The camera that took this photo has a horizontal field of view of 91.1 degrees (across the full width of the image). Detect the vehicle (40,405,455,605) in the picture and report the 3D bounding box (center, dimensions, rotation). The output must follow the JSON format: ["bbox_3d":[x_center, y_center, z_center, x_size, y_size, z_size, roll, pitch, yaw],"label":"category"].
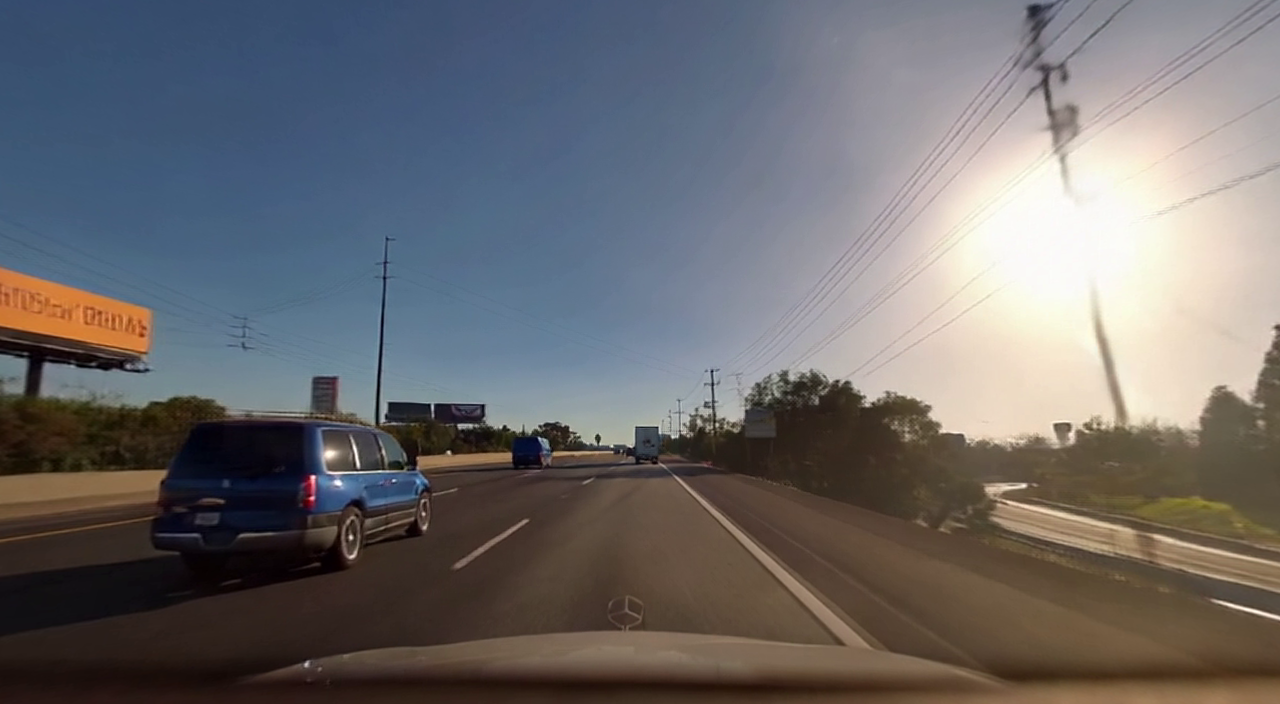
[{"bbox_3d":[-4.149,1.696,7.929,2.145,1.730,4.729,0,-9,0],"label":"vehicle"}]

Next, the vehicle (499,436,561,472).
[{"bbox_3d":[-6.884,6.511,40.263,2.695,2.084,6.836,0,-9,1],"label":"vehicle"}]

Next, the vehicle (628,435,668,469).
[{"bbox_3d":[0.574,7.239,45.623,2.692,2.279,5.695,0,-9,0],"label":"vehicle"}]
